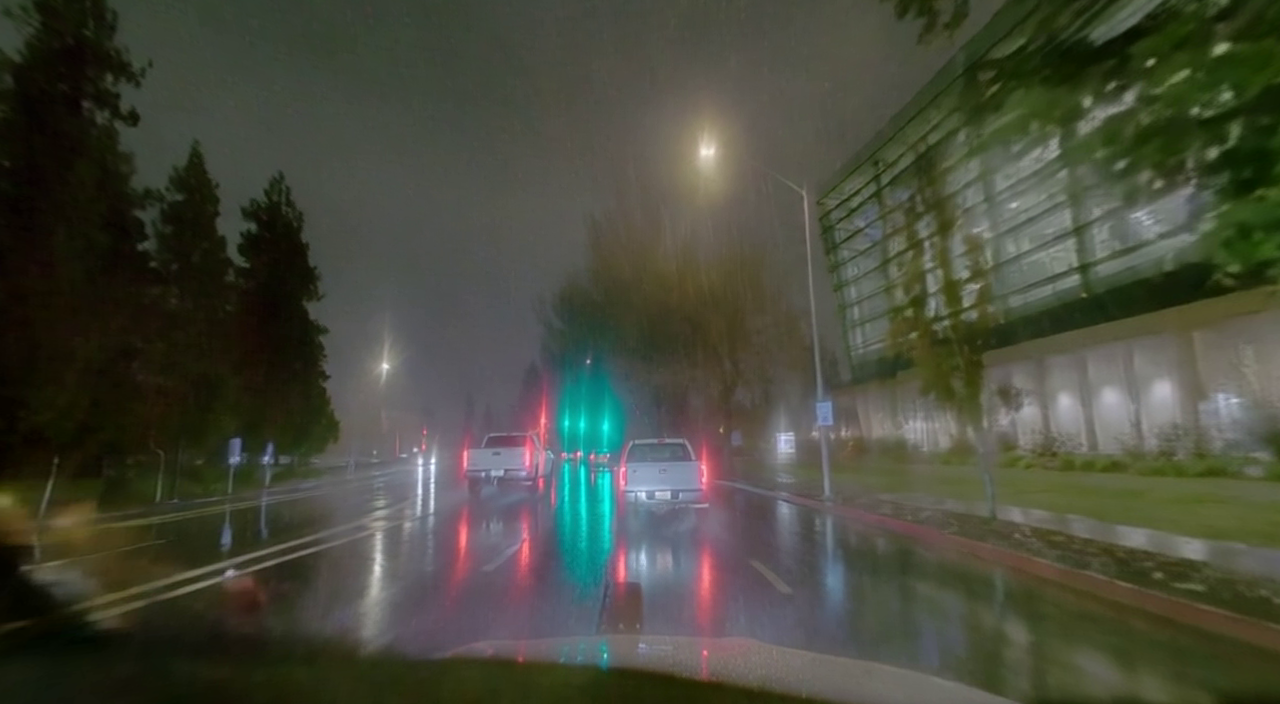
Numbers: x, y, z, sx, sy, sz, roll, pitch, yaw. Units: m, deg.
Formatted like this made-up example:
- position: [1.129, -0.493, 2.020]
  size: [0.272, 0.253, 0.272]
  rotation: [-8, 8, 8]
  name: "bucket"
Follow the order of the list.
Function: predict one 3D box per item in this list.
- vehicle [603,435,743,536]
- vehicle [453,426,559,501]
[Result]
- position: [0.399, 2.382, 11.796]
  size: [2.142, 1.528, 4.133]
  rotation: [1, -9, -3]
  name: "vehicle"
- position: [-3.987, 3.466, 19.922]
  size: [2.512, 1.992, 5.725]
  rotation: [1, -9, -5]
  name: "vehicle"
